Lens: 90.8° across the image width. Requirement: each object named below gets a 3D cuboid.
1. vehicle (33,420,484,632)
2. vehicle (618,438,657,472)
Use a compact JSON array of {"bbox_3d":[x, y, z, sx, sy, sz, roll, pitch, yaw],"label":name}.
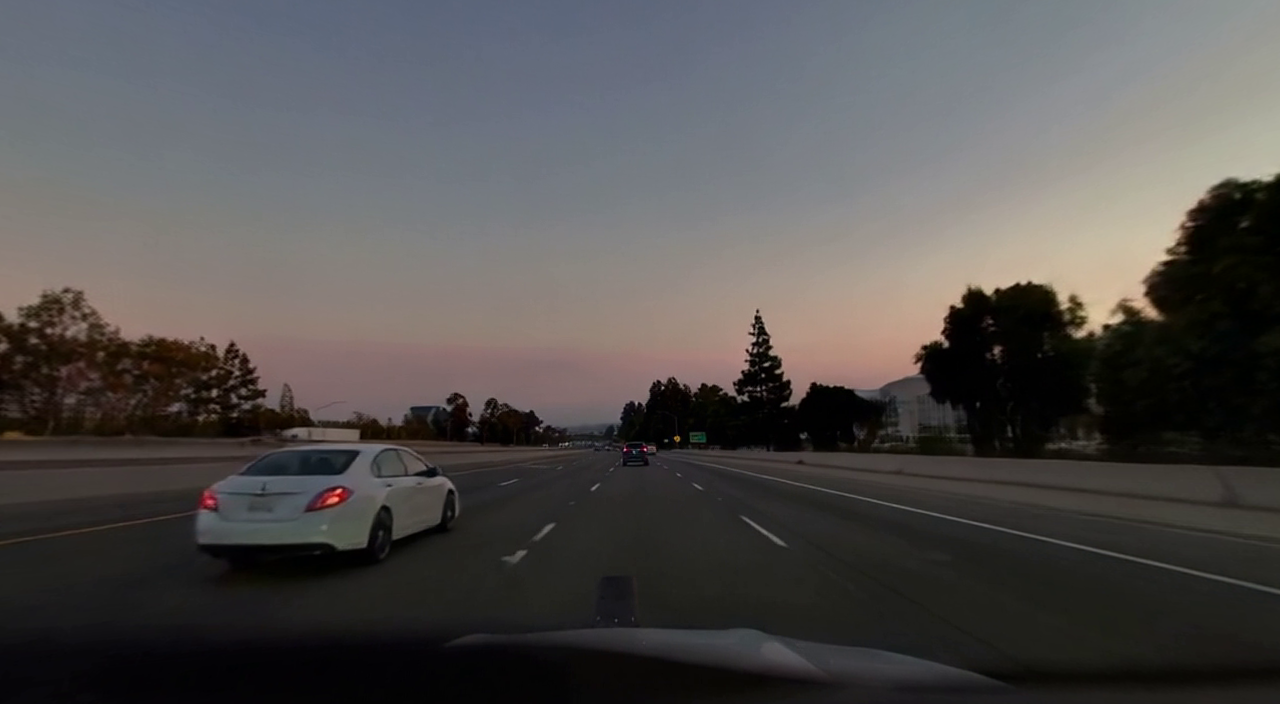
[{"bbox_3d":[-3.490,1.687,7.300,2.140,1.574,4.946,0,-9,0],"label":"vehicle"},{"bbox_3d":[-0.178,6.271,38.741,2.269,1.924,4.596,0,-9,-1],"label":"vehicle"}]
